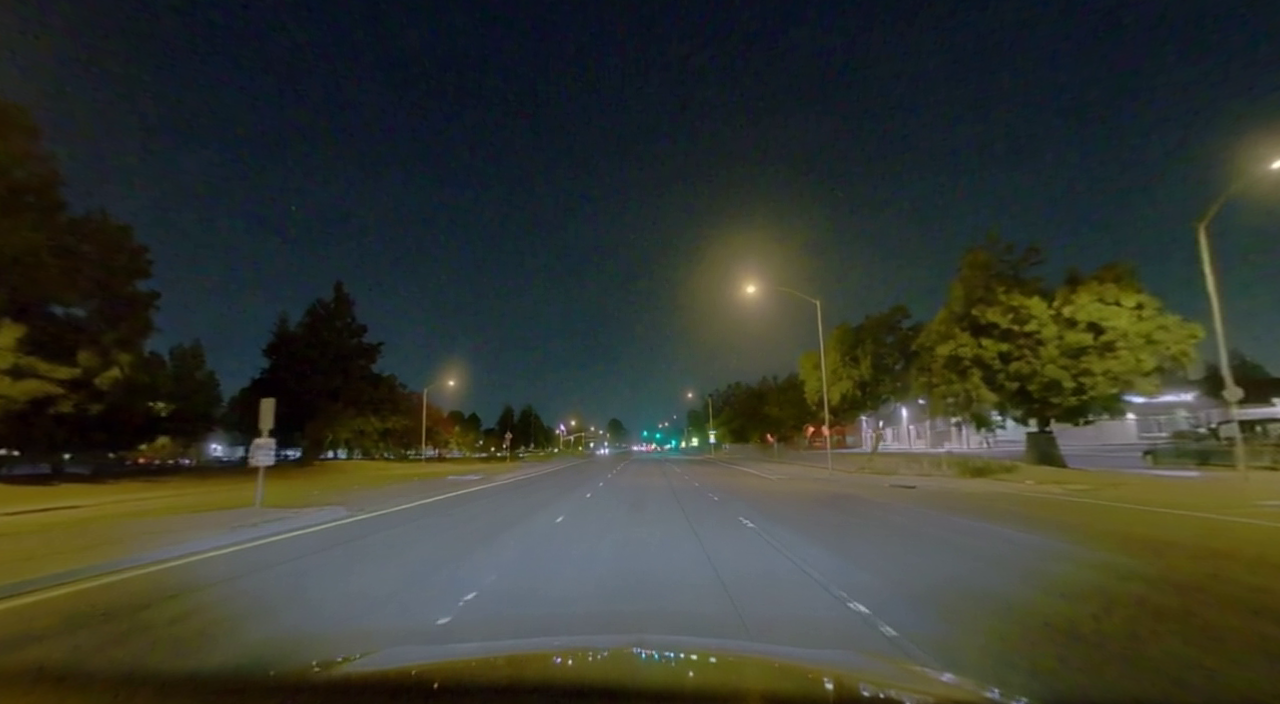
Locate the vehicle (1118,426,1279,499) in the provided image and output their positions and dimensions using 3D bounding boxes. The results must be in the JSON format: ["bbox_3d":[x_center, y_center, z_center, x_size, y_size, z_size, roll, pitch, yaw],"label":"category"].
[{"bbox_3d":[17.877,3.141,18.338,5.770,1.844,2.360,-3,-7,5],"label":"vehicle"}]
